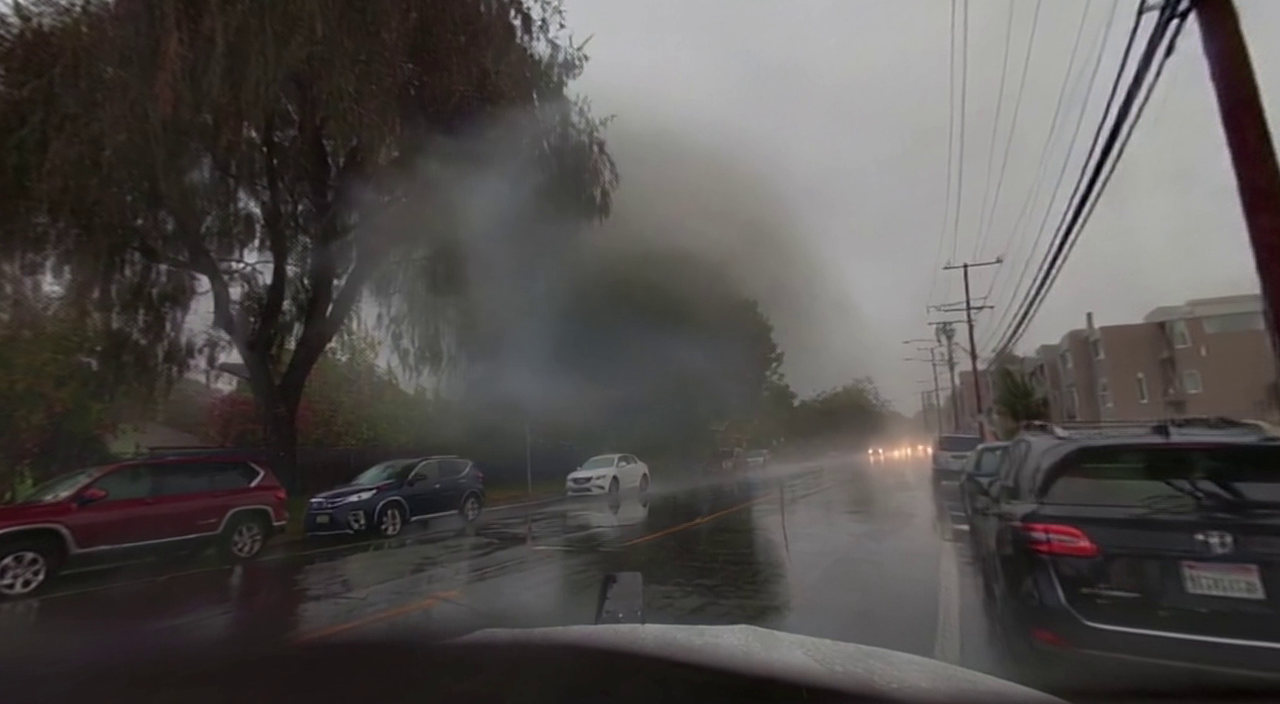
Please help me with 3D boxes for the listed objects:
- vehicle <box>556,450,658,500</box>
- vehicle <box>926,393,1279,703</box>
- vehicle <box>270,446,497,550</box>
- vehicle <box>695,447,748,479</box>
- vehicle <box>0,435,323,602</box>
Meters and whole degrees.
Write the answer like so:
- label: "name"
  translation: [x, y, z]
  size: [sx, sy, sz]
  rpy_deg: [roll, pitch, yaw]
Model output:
- label: "vehicle"
  translation: [-1.180, 4.835, 24.923]
  size: [2.017, 1.582, 4.664]
  rpy_deg: [-11, -14, 22]
- label: "vehicle"
  translation: [3.151, 1.225, 4.356]
  size: [2.030, 1.535, 4.683]
  rpy_deg: [-4, -9, 23]
- label: "vehicle"
  translation: [-5.403, 3.129, 14.054]
  size: [2.068, 1.745, 4.579]
  rpy_deg: [-10, -12, 19]
- label: "vehicle"
  translation: [5.105, 6.763, 38.931]
  size: [2.011, 1.801, 4.676]
  rpy_deg: [-4, -9, 23]
- label: "vehicle"
  translation: [-7.481, 2.331, 9.214]
  size: [1.973, 1.848, 5.100]
  rpy_deg: [-11, -12, 19]
